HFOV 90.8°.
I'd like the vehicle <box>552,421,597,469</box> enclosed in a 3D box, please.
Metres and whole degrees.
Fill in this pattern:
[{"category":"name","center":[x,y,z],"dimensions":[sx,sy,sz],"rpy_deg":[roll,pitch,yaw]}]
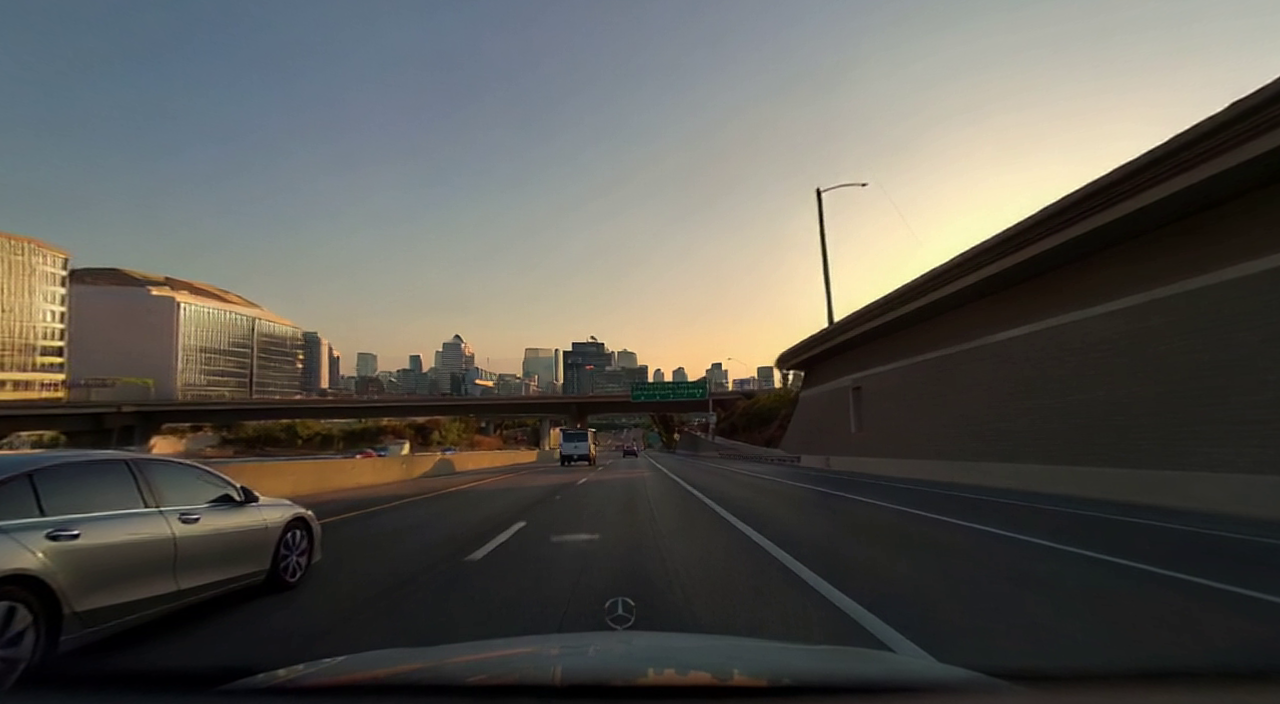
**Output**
[{"category":"vehicle","center":[-4.221,6.193,42.162],"dimensions":[2.364,2.953,6.732],"rpy_deg":[0,-8,-1]}]

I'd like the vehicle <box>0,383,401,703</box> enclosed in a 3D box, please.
[{"category":"vehicle","center":[-3.574,1.190,4.413],"dimensions":[2.025,1.556,4.594],"rpy_deg":[0,-8,0]}]
